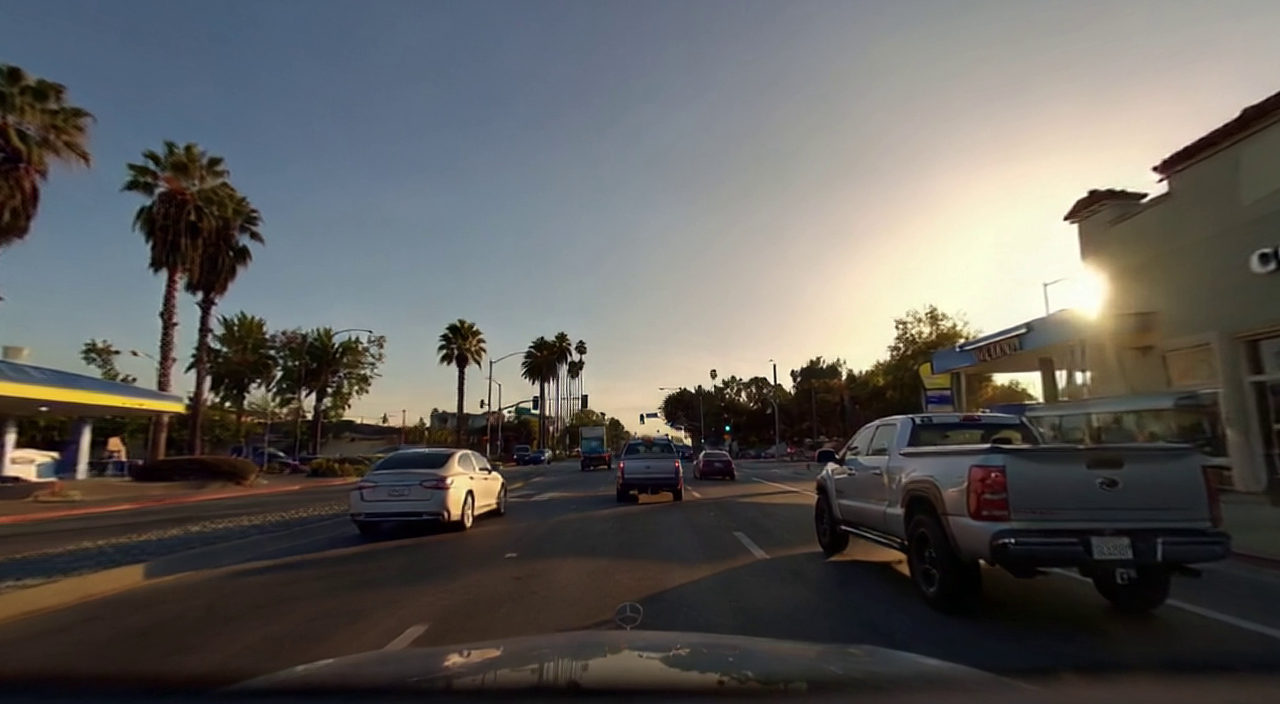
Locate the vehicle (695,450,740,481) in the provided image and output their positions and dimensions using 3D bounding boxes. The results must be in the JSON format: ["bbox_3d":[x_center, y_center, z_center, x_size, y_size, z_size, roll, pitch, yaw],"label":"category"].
[{"bbox_3d":[3.931,5.815,32.429,1.901,1.401,3.965,0,-8,1],"label":"vehicle"}]

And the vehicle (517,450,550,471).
[{"bbox_3d":[-8.333,8.511,49.531,1.921,1.489,4.250,0,-8,-1],"label":"vehicle"}]

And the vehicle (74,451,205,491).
[{"bbox_3d":[-29.274,6.937,37.147,2.543,2.092,6.613,0,-8,-3],"label":"vehicle"}]

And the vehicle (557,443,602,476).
[{"bbox_3d":[-3.461,6.243,36.844,2.071,1.811,4.605,0,-8,2],"label":"vehicle"}]

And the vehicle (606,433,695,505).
[{"bbox_3d":[0.305,3.416,18.979,2.295,1.835,5.471,0,-8,1],"label":"vehicle"}]

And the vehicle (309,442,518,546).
[{"bbox_3d":[-3.820,2.454,11.694,1.983,1.502,4.720,-1,-8,2],"label":"vehicle"}]

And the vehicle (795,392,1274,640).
[{"bbox_3d":[3.612,1.620,7.488,2.120,1.828,5.531,0,-8,0],"label":"vehicle"}]
